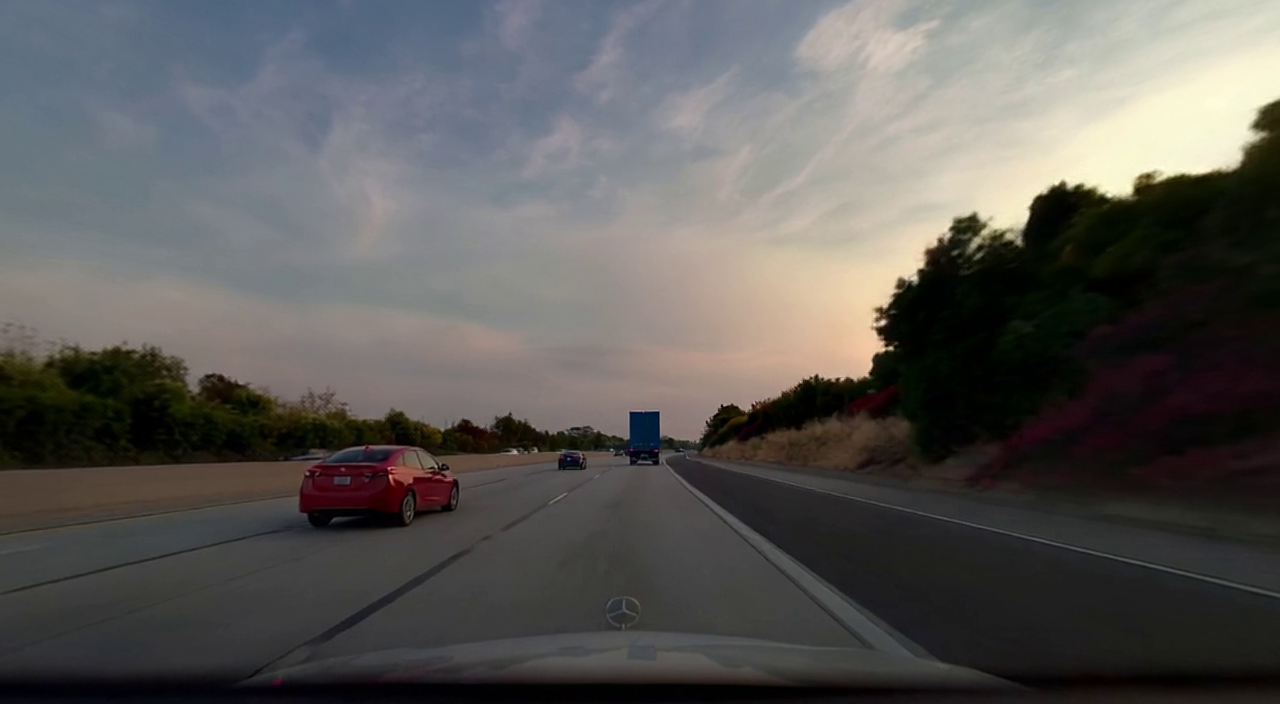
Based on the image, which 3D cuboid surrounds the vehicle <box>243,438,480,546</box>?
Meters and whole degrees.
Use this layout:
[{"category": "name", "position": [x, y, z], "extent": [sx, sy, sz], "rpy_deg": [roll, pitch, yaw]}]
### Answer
[{"category": "vehicle", "position": [-4.392, 2.269, 10.898], "extent": [2.010, 1.461, 4.391], "rpy_deg": [0, -9, 1]}]

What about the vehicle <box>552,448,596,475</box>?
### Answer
[{"category": "vehicle", "position": [-3.761, 6.326, 36.631], "extent": [1.981, 1.435, 4.199], "rpy_deg": [0, -9, 1]}]

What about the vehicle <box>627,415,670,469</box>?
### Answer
[{"category": "vehicle", "position": [0.556, 6.830, 47.586], "extent": [2.893, 3.628, 9.081], "rpy_deg": [0, -9, 0]}]
